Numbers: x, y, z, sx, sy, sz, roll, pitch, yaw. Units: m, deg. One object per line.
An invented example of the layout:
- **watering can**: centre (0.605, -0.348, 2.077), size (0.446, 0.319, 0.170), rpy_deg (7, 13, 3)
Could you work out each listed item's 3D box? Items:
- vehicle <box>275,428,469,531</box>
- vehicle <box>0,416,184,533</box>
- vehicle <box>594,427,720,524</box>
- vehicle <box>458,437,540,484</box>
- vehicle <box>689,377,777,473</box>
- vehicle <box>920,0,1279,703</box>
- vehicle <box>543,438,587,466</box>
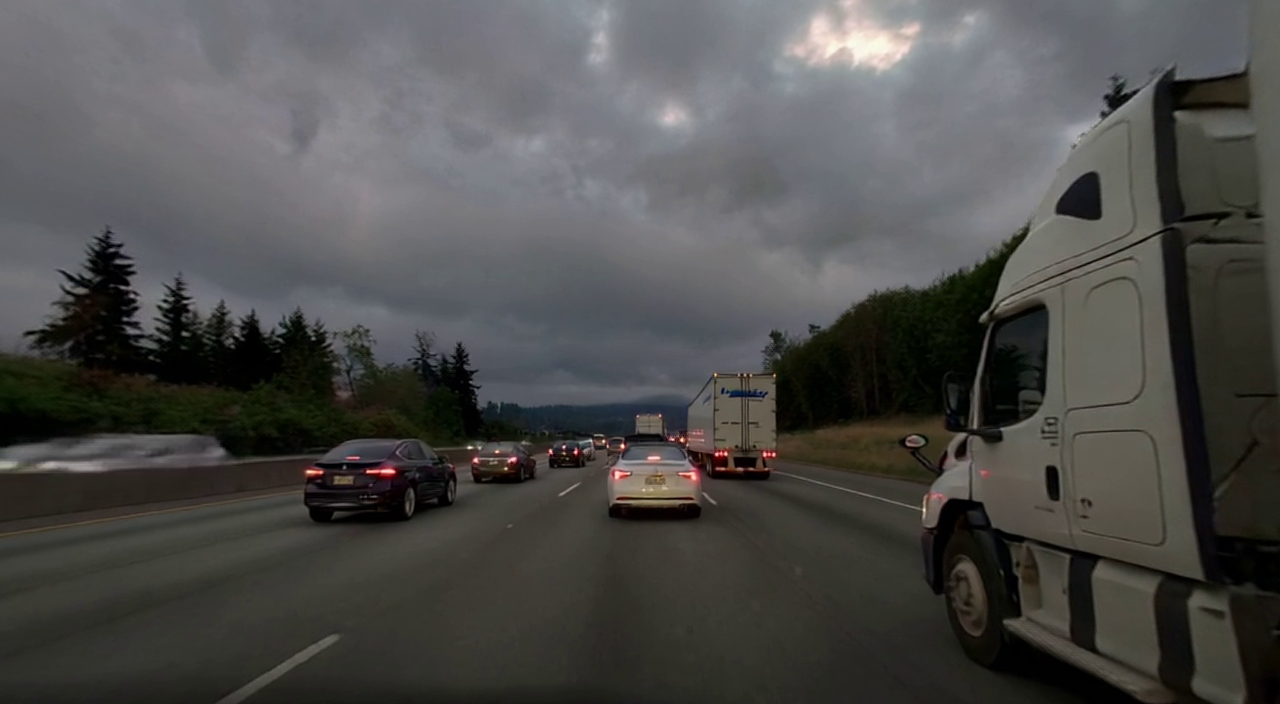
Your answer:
- **vehicle**: centre (-4.514, 2.158, 11.317), size (1.821, 1.514, 3.677), rpy_deg (0, -8, 0)
- **vehicle**: centre (-11.719, 2.299, 12.339), size (2.004, 1.941, 4.674), rpy_deg (0, -8, 1)
- **vehicle**: centre (0.275, 2.191, 11.729), size (1.973, 1.505, 3.568), rpy_deg (0, -8, 0)
- **vehicle**: centre (-4.833, 3.743, 22.190), size (1.880, 1.458, 3.978), rpy_deg (0, -8, 1)
- **vehicle**: centre (4.531, 4.069, 34.237), size (2.892, 4.101, 14.252), rpy_deg (0, -8, 1)
- **vehicle**: centre (3.997, -0.145, 2.425), size (2.982, 3.860, 6.011), rpy_deg (0, -8, 0)
- **vehicle**: centre (-4.317, 5.800, 36.837), size (1.887, 1.493, 4.411), rpy_deg (0, -8, 2)
